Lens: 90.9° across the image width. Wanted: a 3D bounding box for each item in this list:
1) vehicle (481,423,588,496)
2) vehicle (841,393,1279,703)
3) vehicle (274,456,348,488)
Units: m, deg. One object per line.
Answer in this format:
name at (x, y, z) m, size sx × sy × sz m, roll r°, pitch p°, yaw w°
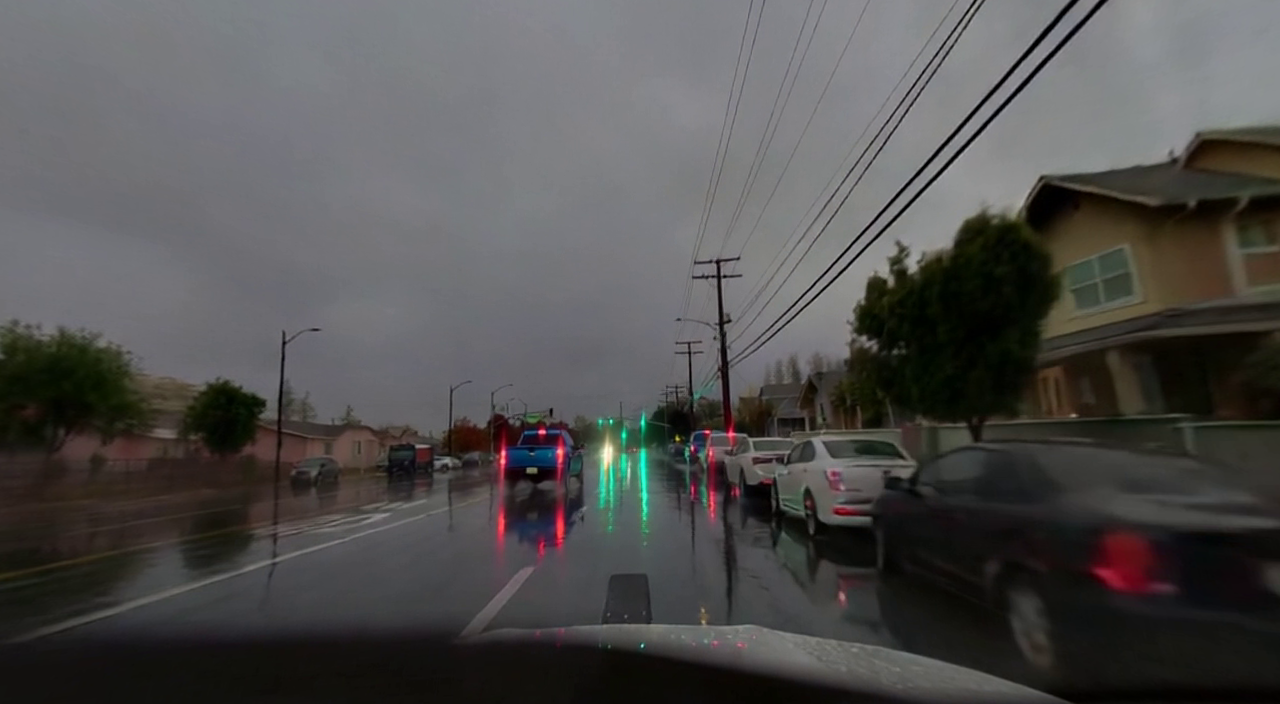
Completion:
vehicle at (-2.988, 3.222, 19.219) m, size 2.242 × 1.890 × 5.306 m, roll -1°, pitch -9°, yaw 1°
vehicle at (3.089, 1.217, 4.340) m, size 1.951 × 1.475 × 4.827 m, roll -1°, pitch -9°, yaw 2°
vehicle at (-18.652, 6.788, 35.929) m, size 1.908 × 1.614 × 4.092 m, roll -1°, pitch -9°, yaw 1°
